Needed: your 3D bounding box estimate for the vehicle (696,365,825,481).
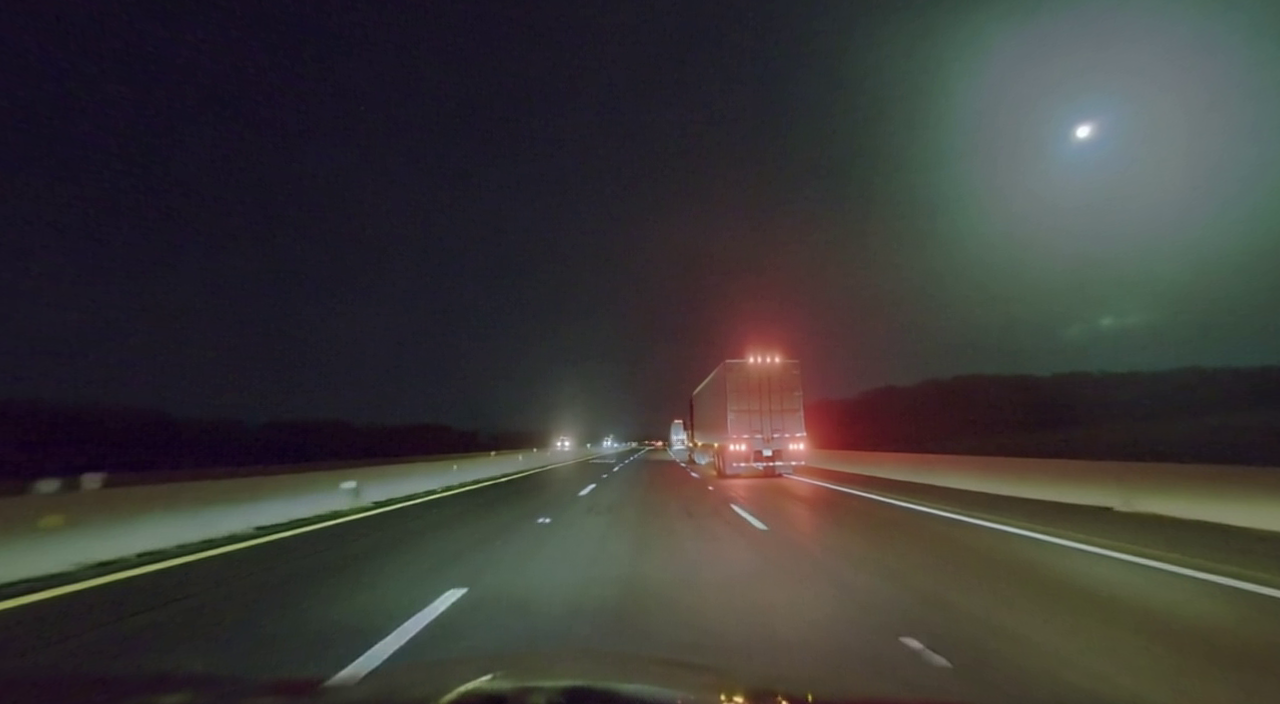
[{"bbox_3d":[4.793,3.507,28.862,3.485,3.975,14.489,0,-8,2],"label":"vehicle"}]
